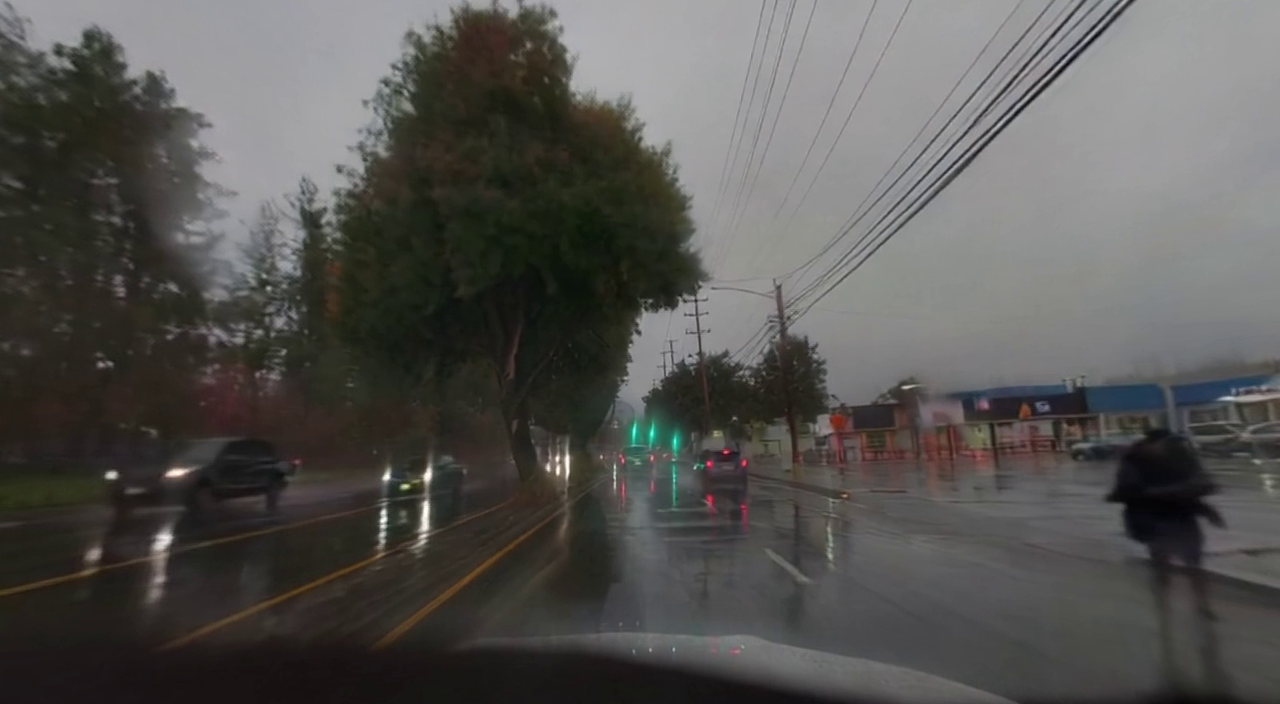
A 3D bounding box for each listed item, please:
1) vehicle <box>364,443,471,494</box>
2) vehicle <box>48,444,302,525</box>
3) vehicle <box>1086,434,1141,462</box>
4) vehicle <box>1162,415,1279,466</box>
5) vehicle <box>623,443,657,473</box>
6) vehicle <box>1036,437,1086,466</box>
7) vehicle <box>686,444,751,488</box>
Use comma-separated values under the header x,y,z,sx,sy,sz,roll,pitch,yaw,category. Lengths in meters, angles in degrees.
x,y,z,sx,sy,sz,roll,pitch,yaw,category
-8.381,4.412,24.336,2.518,1.719,4.314,-1,-8,0,vehicle
-11.857,3.364,16.903,2.383,1.725,5.760,-1,-8,1,vehicle
27.442,5.578,36.716,1.825,1.476,3.833,-5,-9,27,vehicle
23.056,3.333,23.713,2.187,1.757,4.663,3,-9,-22,vehicle
-0.024,6.977,41.770,2.163,1.825,4.073,-1,-8,0,vehicle
24.408,5.744,36.546,2.071,1.528,4.644,-7,-10,36,vehicle
3.057,4.537,25.532,1.990,1.592,4.294,0,-8,-1,vehicle
